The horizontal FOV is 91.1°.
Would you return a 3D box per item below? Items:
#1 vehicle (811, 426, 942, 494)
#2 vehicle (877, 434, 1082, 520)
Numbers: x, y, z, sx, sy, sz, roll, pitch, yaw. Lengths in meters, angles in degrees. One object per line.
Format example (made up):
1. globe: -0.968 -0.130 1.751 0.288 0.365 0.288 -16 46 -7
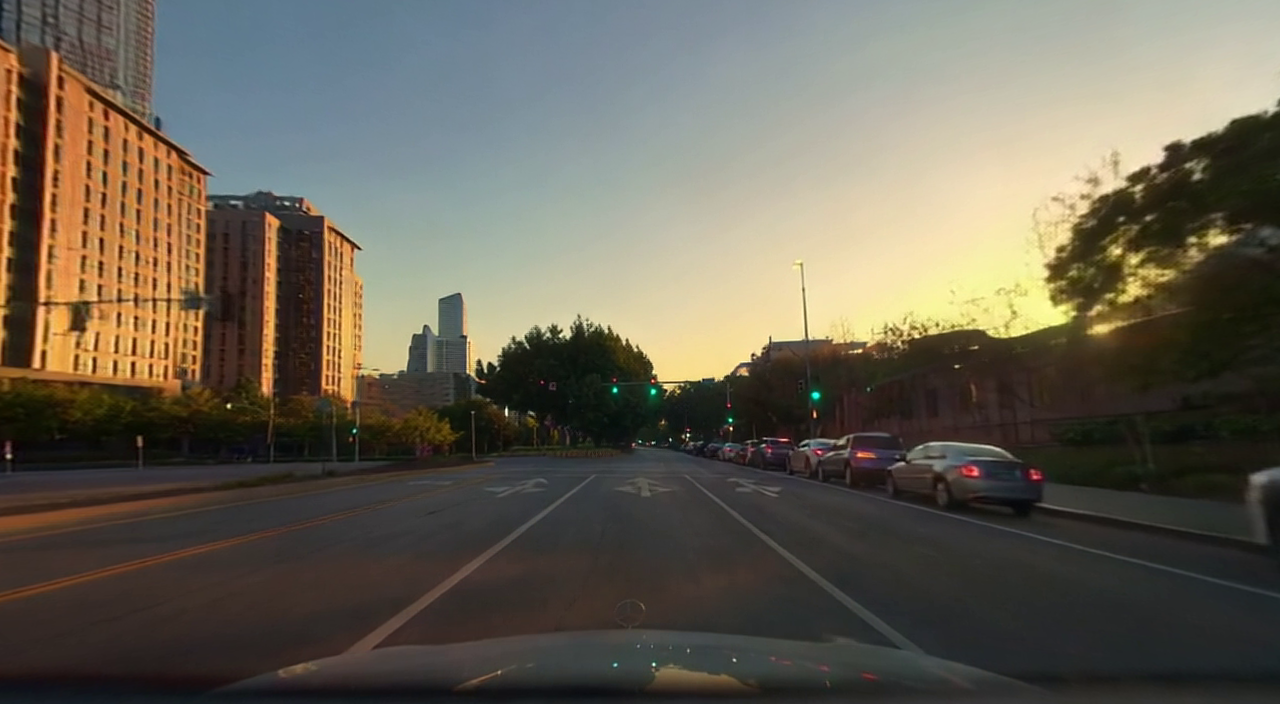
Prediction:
1. vehicle: 6.824 3.191 18.862 1.978 1.728 5.129 0 -9 0
2. vehicle: 6.804 2.533 13.291 1.880 1.483 4.510 0 -9 1
